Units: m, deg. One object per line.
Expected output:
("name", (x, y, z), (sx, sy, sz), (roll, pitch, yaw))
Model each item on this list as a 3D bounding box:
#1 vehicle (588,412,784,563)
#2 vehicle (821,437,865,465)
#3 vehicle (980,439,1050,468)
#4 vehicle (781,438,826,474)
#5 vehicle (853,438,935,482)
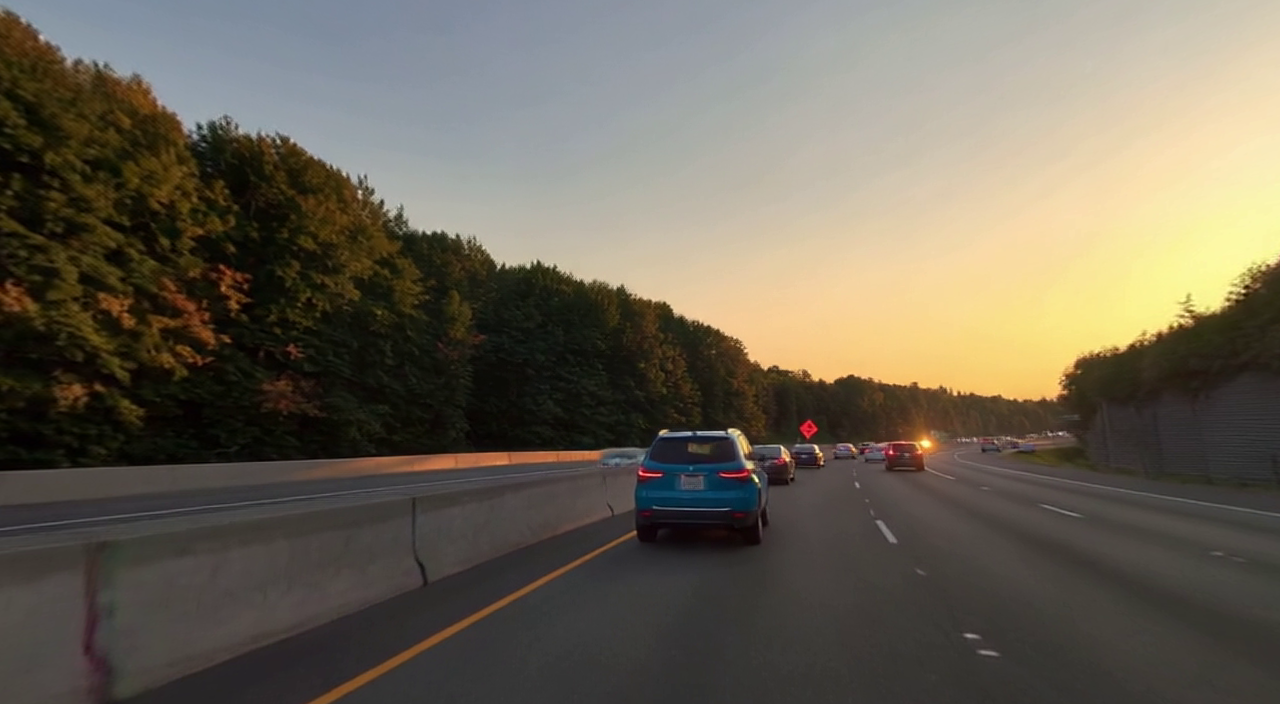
("vehicle", (0.918, 1.802, 9.161), (2.021, 1.635, 4.085), (-2, -9, 16))
("vehicle", (12.308, 6.027, 38.353), (1.857, 1.584, 3.976), (-1, -8, 9))
("vehicle", (20.239, 5.474, 34.221), (1.990, 1.478, 4.475), (-2, -8, 14))
("vehicle", (7.190, 4.561, 27.740), (1.755, 1.457, 3.686), (-2, -8, 14))
("vehicle", (9.254, 3.940, 23.325), (1.962, 1.442, 4.536), (-2, -8, 11))
